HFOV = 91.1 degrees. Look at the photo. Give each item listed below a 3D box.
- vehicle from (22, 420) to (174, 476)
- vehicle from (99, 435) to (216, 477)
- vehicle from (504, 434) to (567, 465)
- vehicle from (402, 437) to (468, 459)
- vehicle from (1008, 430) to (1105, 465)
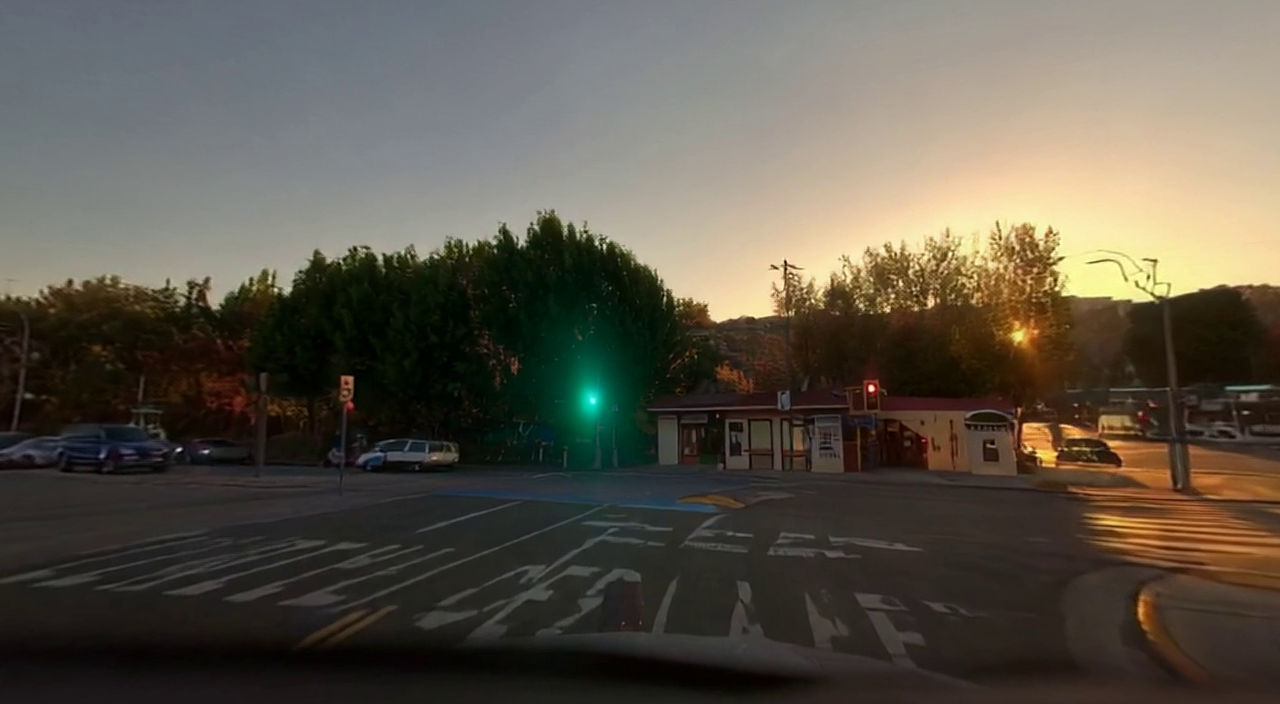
[{"bbox_3d":[-20.865,3.731,24.544,2.337,1.934,4.843,2,-9,-12],"label":"vehicle"},{"bbox_3d":[-17.716,3.821,23.306,1.789,1.399,4.236,2,-9,-14],"label":"vehicle"},{"bbox_3d":[-6.884,6.453,41.752,2.072,1.922,4.112,-4,-9,27],"label":"vehicle"},{"bbox_3d":[-15.439,7.252,47.568,2.015,1.529,4.598,-4,-9,27],"label":"vehicle"},{"bbox_3d":[24.657,5.673,37.392,4.474,1.956,2.263,-4,-9,27],"label":"vehicle"}]
